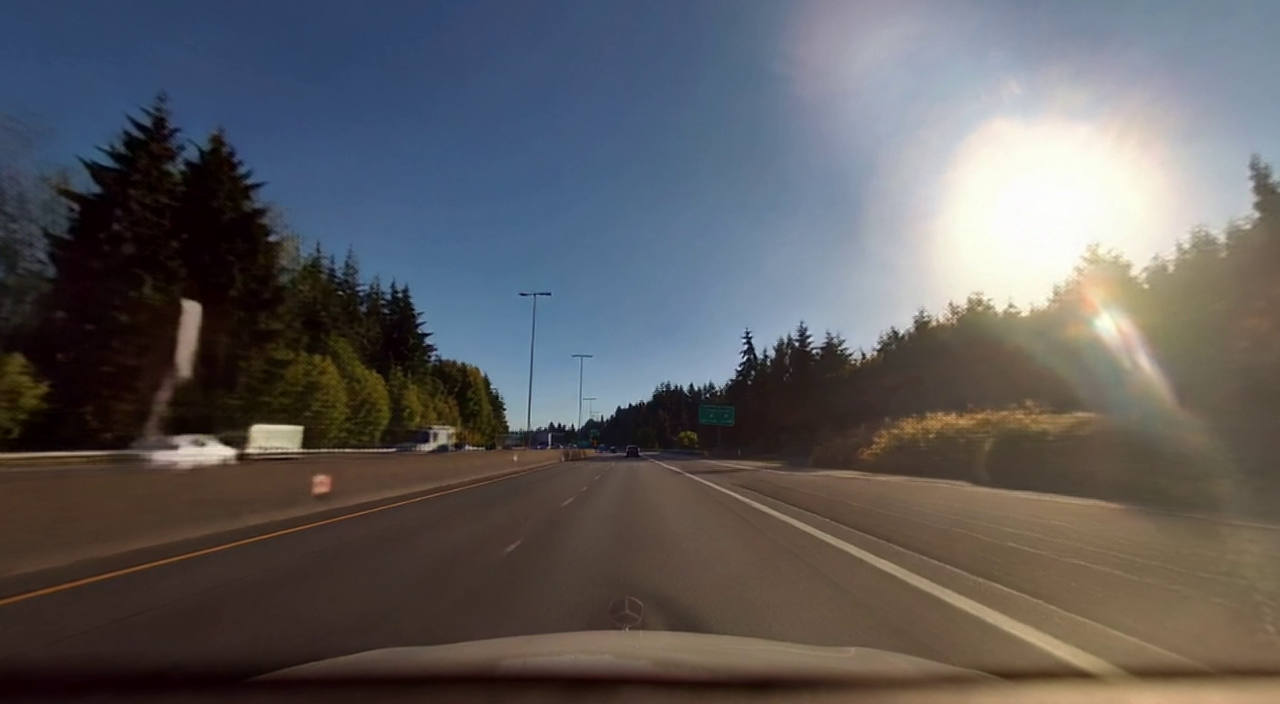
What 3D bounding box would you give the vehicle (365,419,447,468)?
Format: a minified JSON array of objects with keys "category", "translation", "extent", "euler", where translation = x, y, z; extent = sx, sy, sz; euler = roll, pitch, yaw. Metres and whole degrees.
[{"category":"vehicle","translation":[-12.355,4.943,33.772],"extent":[2.239,2.369,5.555],"euler":[0,-9,0]}]
